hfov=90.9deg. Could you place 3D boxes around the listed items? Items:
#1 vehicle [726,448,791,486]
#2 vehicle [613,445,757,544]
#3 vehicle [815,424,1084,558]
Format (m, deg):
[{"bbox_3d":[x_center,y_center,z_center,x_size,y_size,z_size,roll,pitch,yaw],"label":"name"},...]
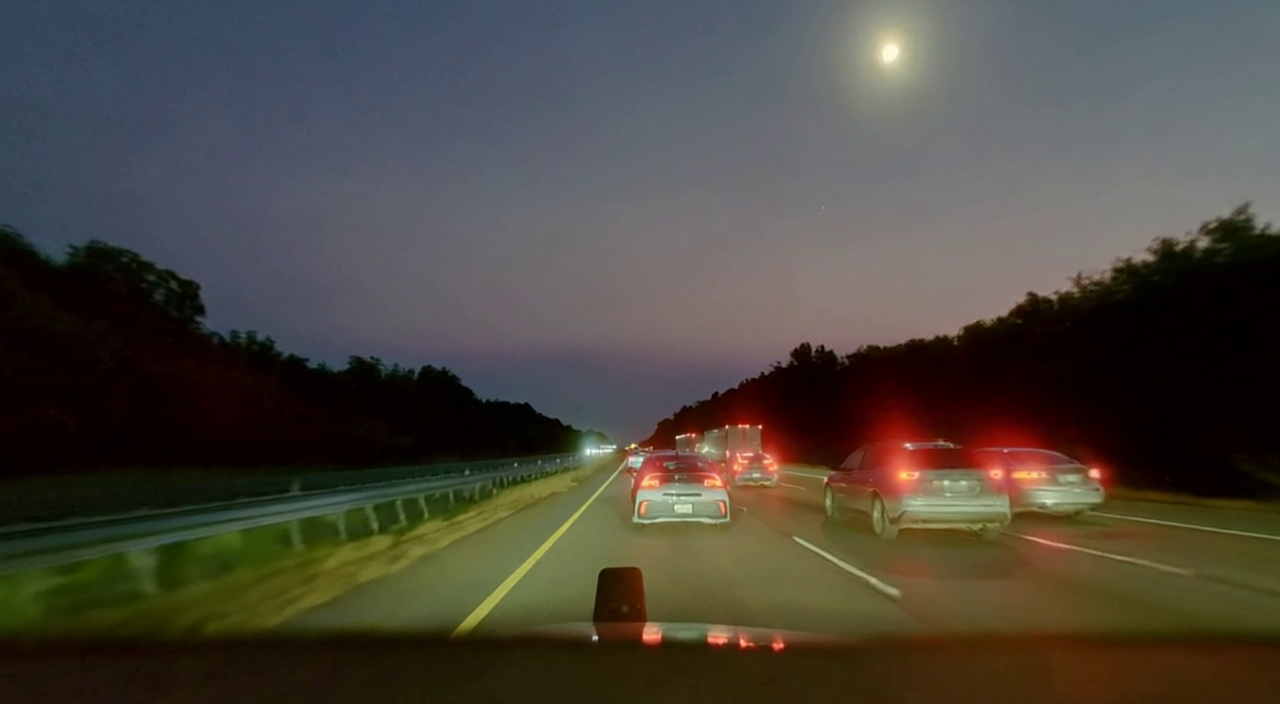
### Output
[{"bbox_3d":[5.077,4.997,27.637,1.908,1.500,4.157,0,-9,-2],"label":"vehicle"},{"bbox_3d":[0.631,2.381,11.131,2.094,1.426,3.725,0,-9,-1],"label":"vehicle"},{"bbox_3d":[4.578,2.123,10.345,1.998,1.657,4.604,0,-9,-1],"label":"vehicle"}]
